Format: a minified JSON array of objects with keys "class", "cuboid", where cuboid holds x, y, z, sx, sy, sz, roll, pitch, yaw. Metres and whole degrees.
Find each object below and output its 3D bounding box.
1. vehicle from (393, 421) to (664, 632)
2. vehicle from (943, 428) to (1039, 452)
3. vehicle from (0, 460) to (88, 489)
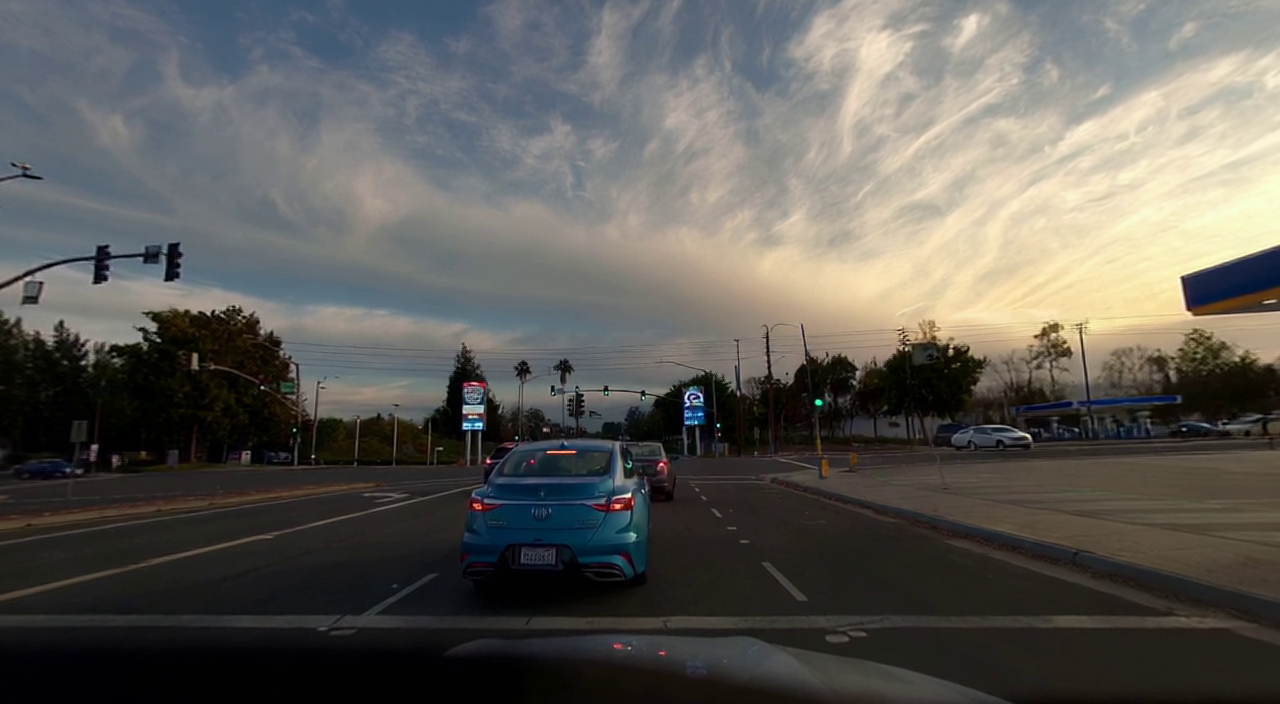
[{"class":"vehicle","cuboid":[-0.744,1.604,6.908,1.916,1.510,4.447,-1,-8,3]},{"class":"vehicle","cuboid":[22.325,5.630,40.294,4.874,1.502,2.048,0,-8,-1]},{"class":"vehicle","cuboid":[-35.216,7.031,36.615,1.796,1.440,4.802,-1,-8,4]}]
